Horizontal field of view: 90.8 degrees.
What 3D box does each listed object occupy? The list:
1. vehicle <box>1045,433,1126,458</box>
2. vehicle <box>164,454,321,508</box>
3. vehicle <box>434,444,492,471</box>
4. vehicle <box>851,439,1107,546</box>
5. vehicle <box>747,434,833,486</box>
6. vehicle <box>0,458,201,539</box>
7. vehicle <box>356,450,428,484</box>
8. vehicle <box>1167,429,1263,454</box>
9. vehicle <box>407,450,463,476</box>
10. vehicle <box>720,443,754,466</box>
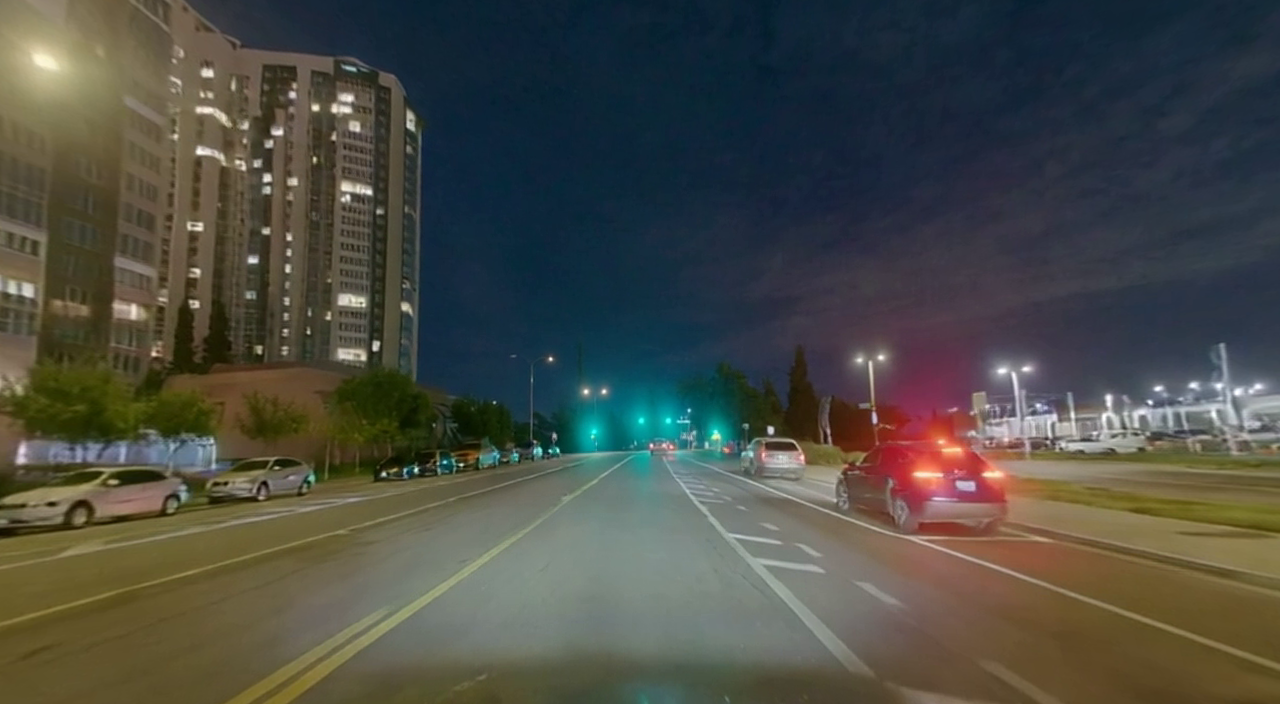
[{"bbox_3d":[28.499,6.009,40.597,1.790,1.460,4.515,0,-8,-2],"label":"vehicle"},{"bbox_3d":[-12.579,4.083,20.440,1.889,1.461,4.608,0,-8,3],"label":"vehicle"},{"bbox_3d":[-12.351,7.373,44.560,2.290,1.799,5.801,0,-8,2],"label":"vehicle"},{"bbox_3d":[5.459,2.282,10.998,2.085,1.466,4.276,0,-8,0],"label":"vehicle"},{"bbox_3d":[5.677,4.167,24.774,2.102,1.781,5.470,0,-8,1],"label":"vehicle"},{"bbox_3d":[-12.680,3.193,14.458,1.779,1.433,4.633,0,-8,2],"label":"vehicle"},{"bbox_3d":[-12.218,5.656,31.384,1.926,1.499,3.869,0,-8,1],"label":"vehicle"},{"bbox_3d":[36.708,5.754,40.490,1.780,1.479,4.556,0,-8,-1],"label":"vehicle"},{"bbox_3d":[-12.245,6.638,38.032,1.723,1.418,4.359,0,-8,2],"label":"vehicle"},{"bbox_3d":[6.773,7.192,44.602,1.947,1.487,4.549,0,-8,3],"label":"vehicle"}]
